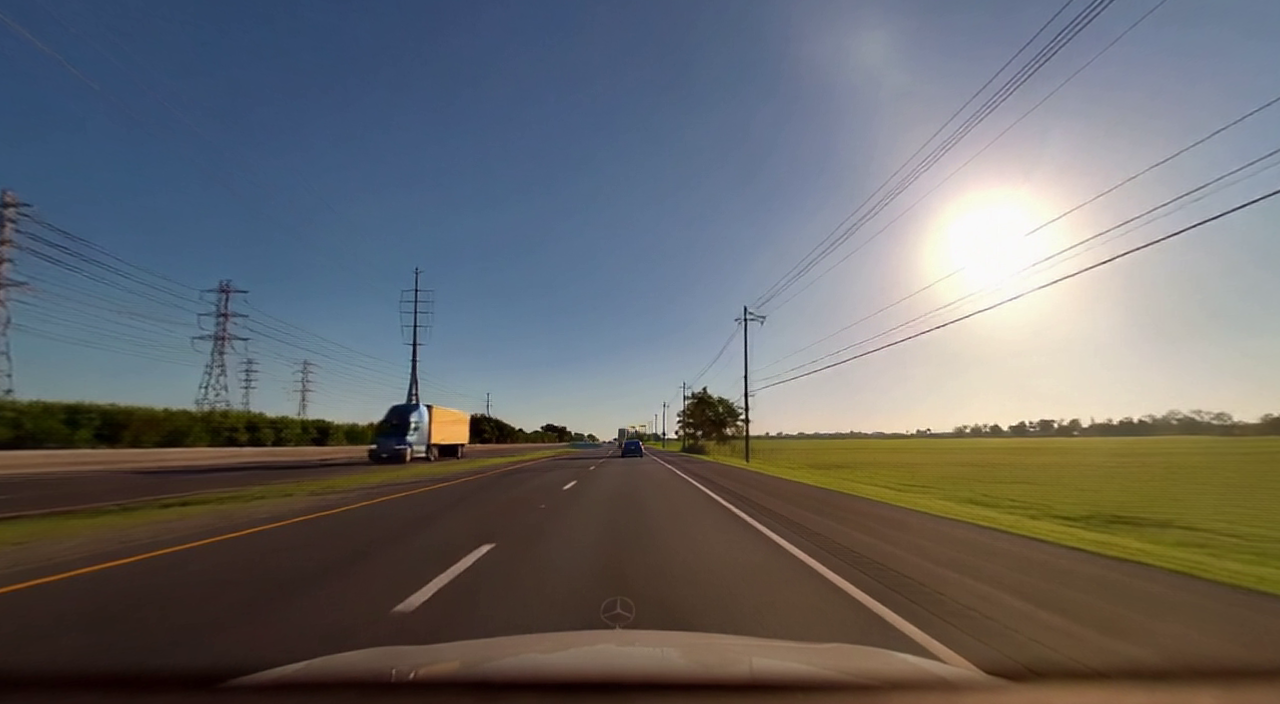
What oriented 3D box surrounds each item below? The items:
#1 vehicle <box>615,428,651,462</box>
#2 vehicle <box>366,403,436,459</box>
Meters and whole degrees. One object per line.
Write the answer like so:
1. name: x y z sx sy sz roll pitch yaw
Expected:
1. vehicle: -0.506 6.078 41.222 2.240 2.129 4.480 0 -8 -2
2. vehicle: -17.428 5.853 46.313 2.967 3.820 5.896 0 -8 -2
